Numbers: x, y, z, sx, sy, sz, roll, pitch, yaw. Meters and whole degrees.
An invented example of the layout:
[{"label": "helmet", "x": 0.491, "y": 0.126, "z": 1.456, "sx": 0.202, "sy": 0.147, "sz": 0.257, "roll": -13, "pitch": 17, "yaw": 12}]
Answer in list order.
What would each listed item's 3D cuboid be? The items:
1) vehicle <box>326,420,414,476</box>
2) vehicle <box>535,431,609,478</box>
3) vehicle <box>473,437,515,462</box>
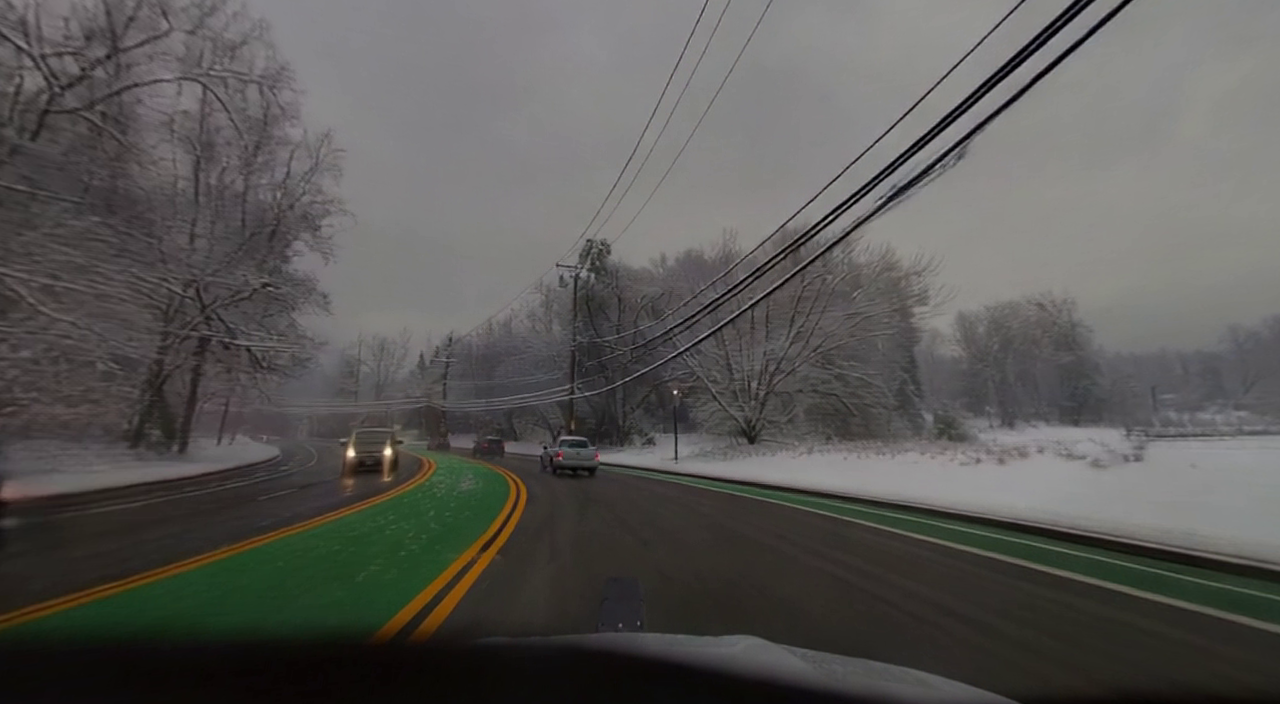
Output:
[{"label": "vehicle", "x": -10.995, "y": 3.989, "z": 26.293, "sx": 2.524, "sy": 2.051, "sz": 5.963, "roll": 2, "pitch": -9, "yaw": -15}, {"label": "vehicle", "x": -2.951, "y": 4.287, "z": 26.606, "sx": 2.140, "sy": 1.767, "sz": 4.720, "roll": 3, "pitch": -9, "yaw": -18}, {"label": "vehicle", "x": -10.601, "y": 7.022, "z": 45.658, "sx": 2.075, "sy": 1.699, "sz": 4.520, "roll": 4, "pitch": -9, "yaw": -23}]
